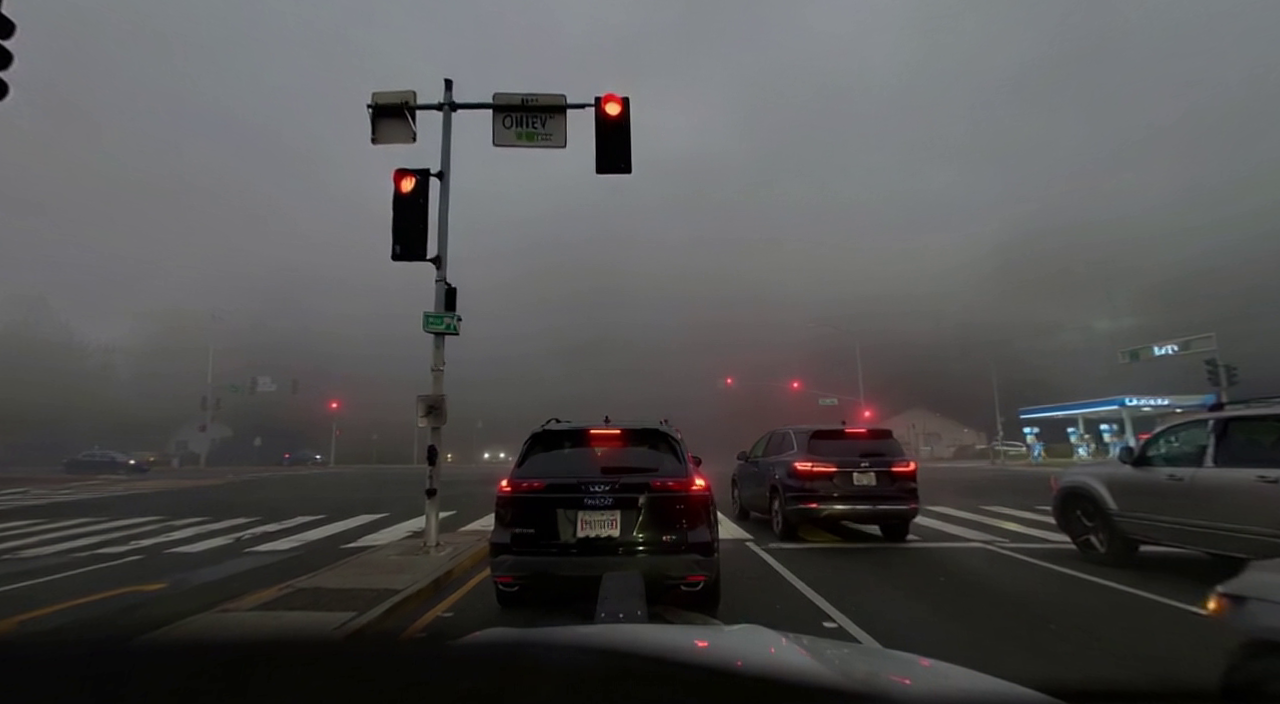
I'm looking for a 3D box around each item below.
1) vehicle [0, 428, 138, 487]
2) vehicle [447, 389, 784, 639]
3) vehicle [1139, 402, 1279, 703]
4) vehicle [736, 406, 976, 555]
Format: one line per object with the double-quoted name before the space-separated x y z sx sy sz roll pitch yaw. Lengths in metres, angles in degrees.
"vehicle" -28.960 5.147 30.955 6.772 2.769 2.305 -1 -9 3
"vehicle" -0.190 1.479 6.813 2.351 1.733 4.616 0 -9 0
"vehicle" 3.048 0.627 0.256 1.965 1.460 4.581 0 -9 1
"vehicle" 2.971 1.890 9.943 2.060 1.783 4.411 0 -9 -2
